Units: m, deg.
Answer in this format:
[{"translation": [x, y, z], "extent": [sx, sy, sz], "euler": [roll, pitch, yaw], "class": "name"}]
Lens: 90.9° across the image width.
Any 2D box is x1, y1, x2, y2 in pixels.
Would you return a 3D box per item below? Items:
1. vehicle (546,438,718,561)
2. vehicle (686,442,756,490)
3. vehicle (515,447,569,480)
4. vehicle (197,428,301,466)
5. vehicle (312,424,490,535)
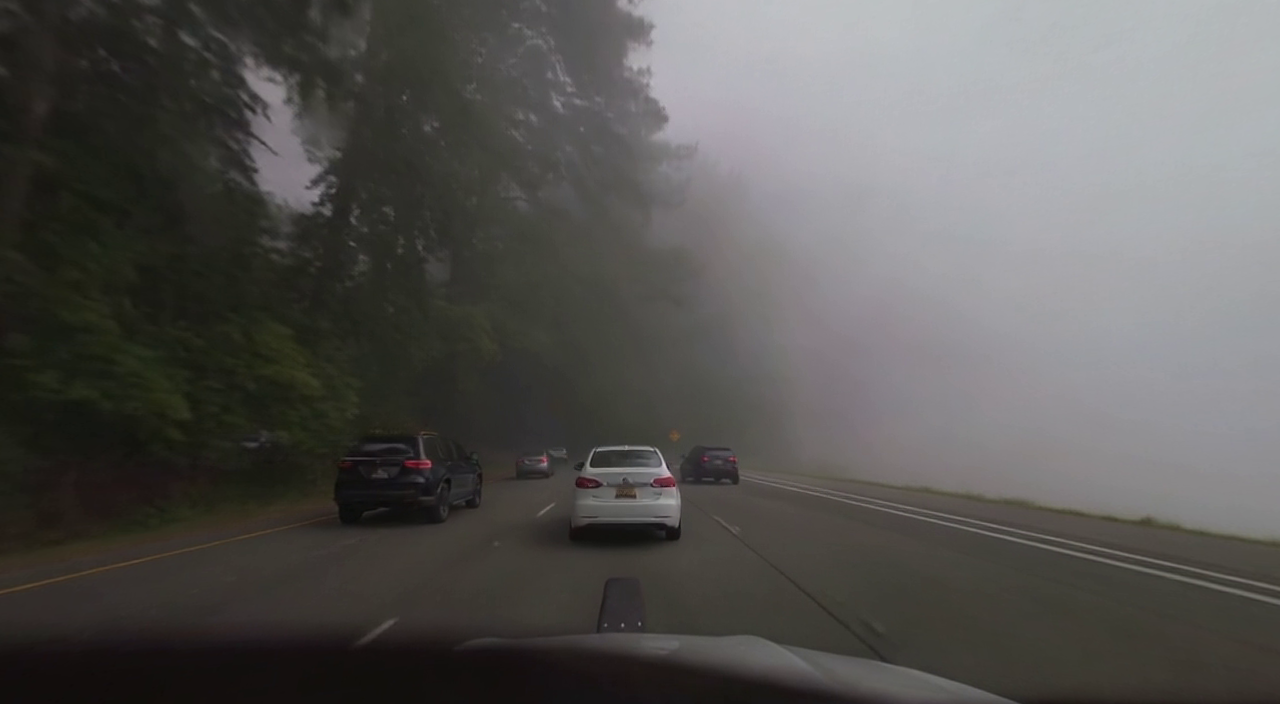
[{"translation": [-0.162, 2.152, 9.939], "extent": [2.120, 1.478, 4.179], "euler": [0, -9, -2], "class": "vehicle"}, {"translation": [3.039, 4.395, 24.622], "extent": [1.996, 1.688, 4.207], "euler": [0, -9, -2], "class": "vehicle"}, {"translation": [-4.771, 5.481, 31.122], "extent": [2.122, 1.491, 3.800], "euler": [0, -9, -1], "class": "vehicle"}, {"translation": [-17.843, 4.392, 29.063], "extent": [2.157, 1.594, 4.283], "euler": [0, -9, -2], "class": "vehicle"}, {"translation": [-4.207, 2.301, 11.908], "extent": [1.830, 1.703, 4.142], "euler": [0, -9, -2], "class": "vehicle"}]
